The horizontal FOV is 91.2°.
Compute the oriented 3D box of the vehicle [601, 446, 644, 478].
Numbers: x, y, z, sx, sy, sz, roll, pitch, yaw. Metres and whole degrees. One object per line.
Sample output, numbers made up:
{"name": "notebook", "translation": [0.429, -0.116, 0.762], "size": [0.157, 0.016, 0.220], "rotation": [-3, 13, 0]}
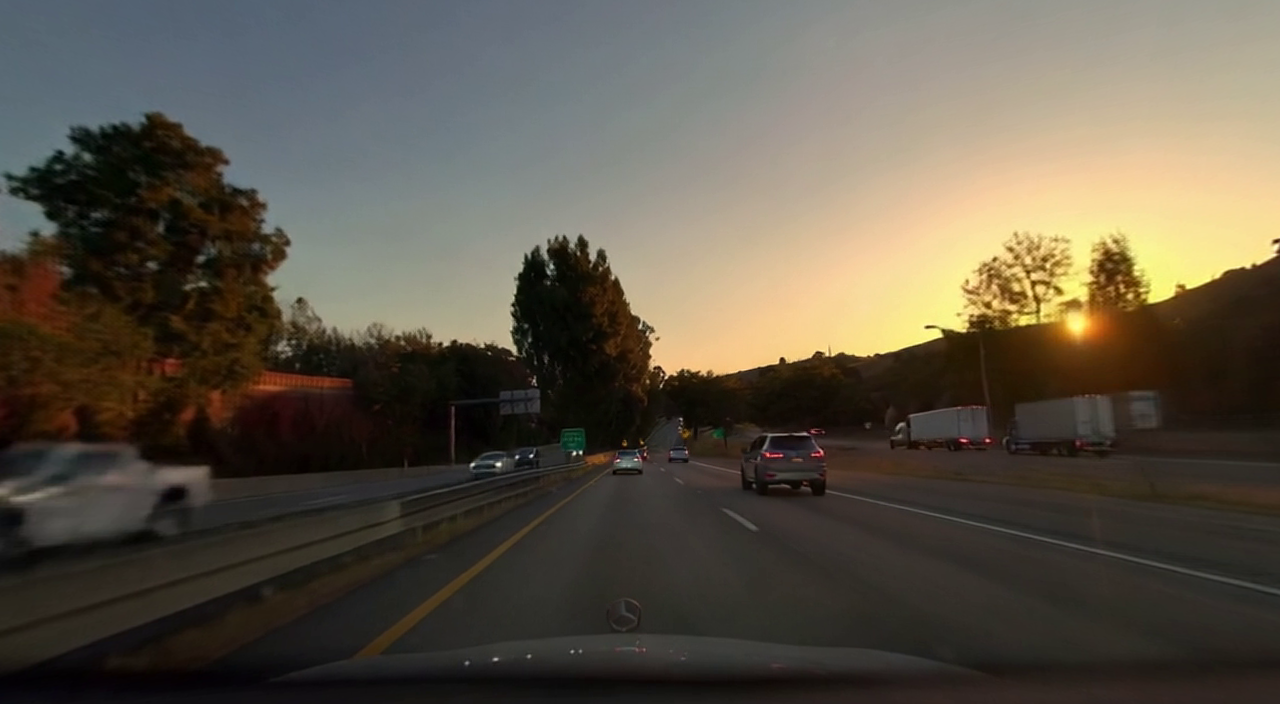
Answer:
{"name": "vehicle", "translation": [-0.863, 5.487, 31.581], "size": [2.029, 1.483, 3.769], "rotation": [0, -9, -1]}

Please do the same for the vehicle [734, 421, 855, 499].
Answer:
{"name": "vehicle", "translation": [4.308, 3.133, 18.456], "size": [2.261, 1.952, 4.784], "rotation": [0, -9, -1]}

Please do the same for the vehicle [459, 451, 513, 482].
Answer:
{"name": "vehicle", "translation": [-8.507, 6.340, 34.969], "size": [1.896, 1.519, 4.372], "rotation": [0, -9, 0]}

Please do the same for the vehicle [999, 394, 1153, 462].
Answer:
{"name": "vehicle", "translation": [27.064, 4.965, 39.830], "size": [2.971, 3.746, 10.126], "rotation": [-1, -9, 3]}

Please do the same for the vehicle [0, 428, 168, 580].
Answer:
{"name": "vehicle", "translation": [-8.939, 1.947, 8.175], "size": [2.126, 1.851, 4.357], "rotation": [0, -9, 0]}
